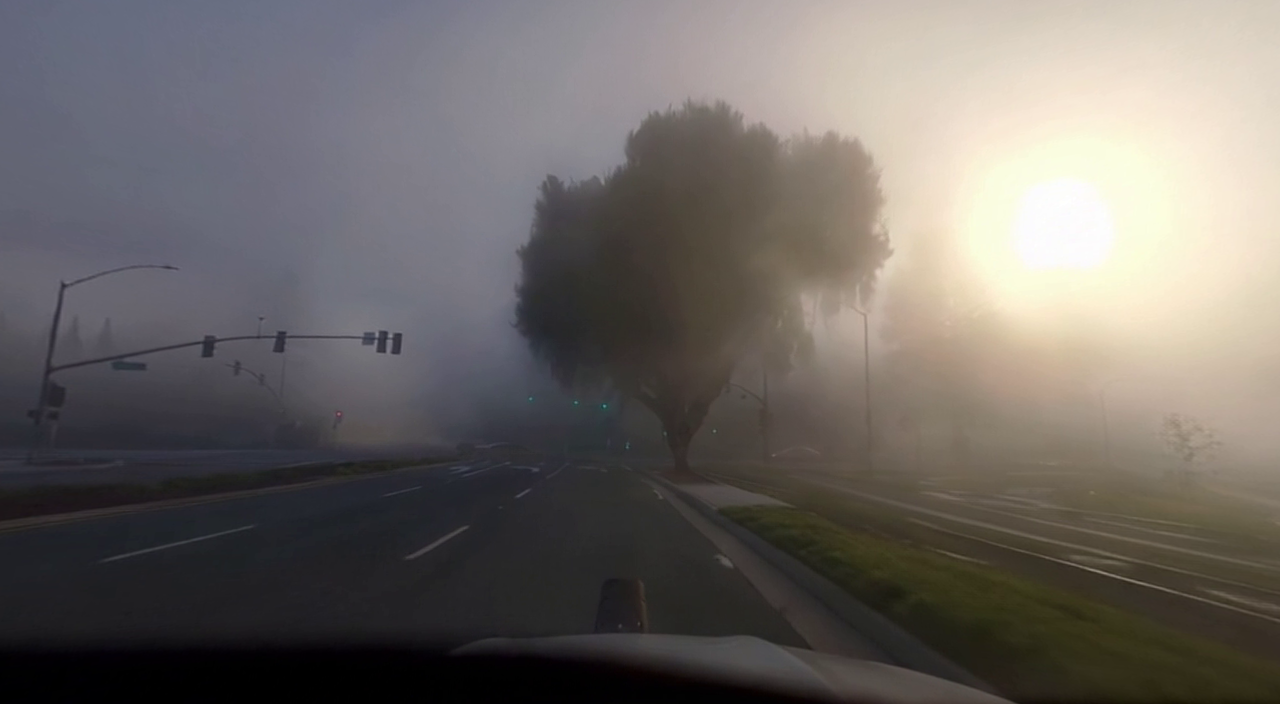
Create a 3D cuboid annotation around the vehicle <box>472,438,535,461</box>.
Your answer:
[{"bbox_3d":[-10.494,7.467,48.569,4.605,1.665,1.888,2,-9,-14],"label":"vehicle"}]
